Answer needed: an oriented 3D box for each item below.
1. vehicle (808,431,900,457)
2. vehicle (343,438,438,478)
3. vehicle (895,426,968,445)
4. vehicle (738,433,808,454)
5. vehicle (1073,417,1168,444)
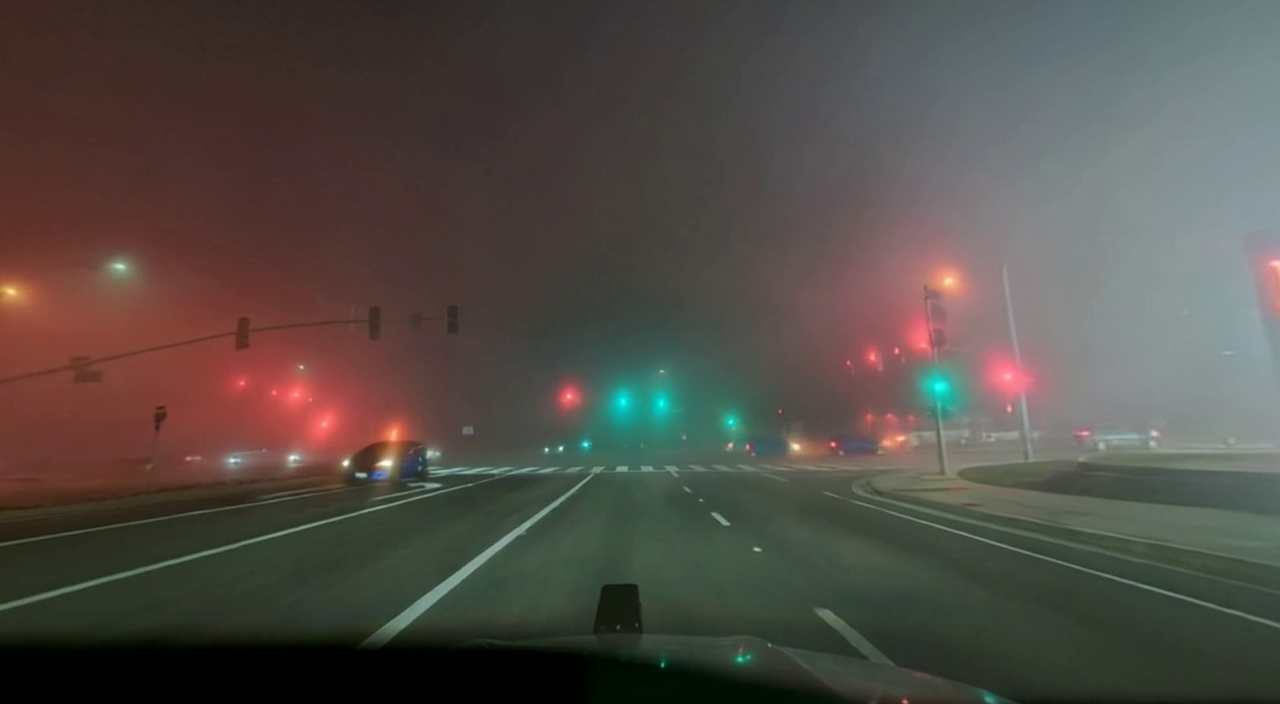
[{"bbox_3d":[12.856,5.582,38.020,4.885,1.503,1.845,-1,-8,3],"label":"vehicle"},{"bbox_3d":[-9.975,4.273,25.642,1.899,1.460,4.880,0,-8,0],"label":"vehicle"},{"bbox_3d":[22.716,6.540,49.142,4.696,1.483,1.898,0,-8,2],"label":"vehicle"},{"bbox_3d":[9.447,6.540,44.907,4.647,1.428,1.825,-1,-8,4],"label":"vehicle"},{"bbox_3d":[33.352,5.480,43.775,4.864,1.566,1.807,-4,-9,3],"label":"vehicle"}]
